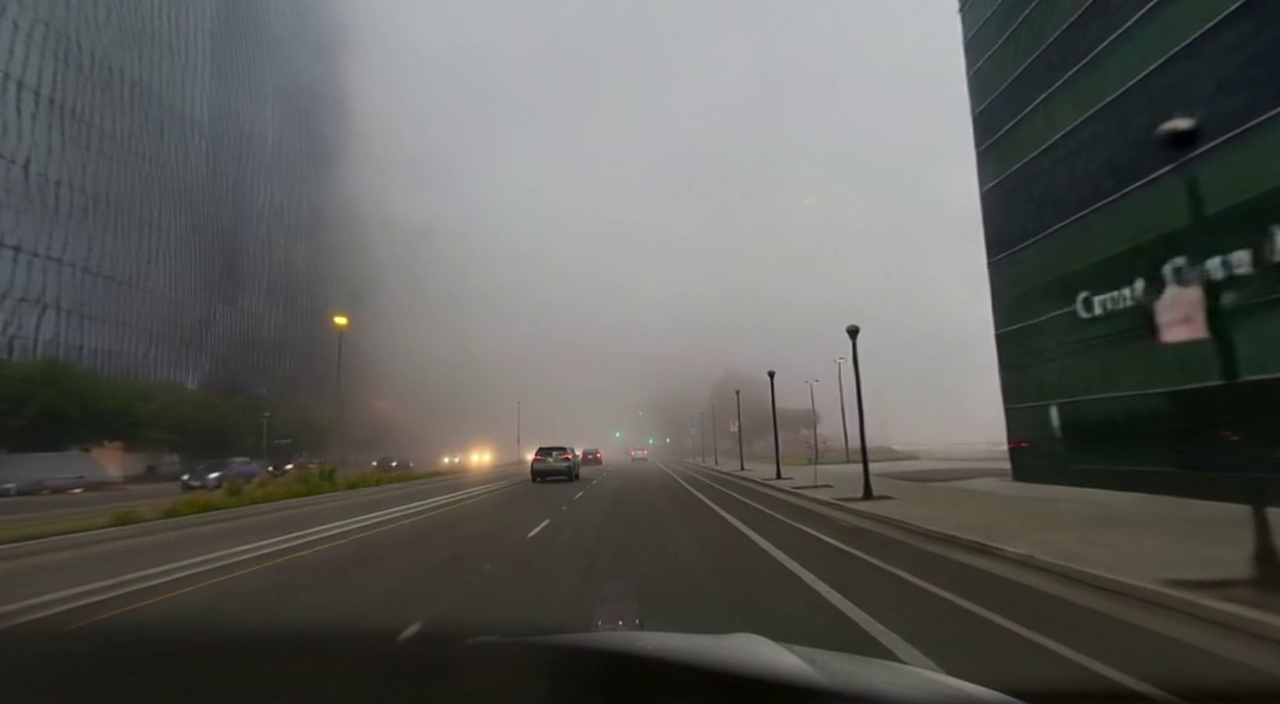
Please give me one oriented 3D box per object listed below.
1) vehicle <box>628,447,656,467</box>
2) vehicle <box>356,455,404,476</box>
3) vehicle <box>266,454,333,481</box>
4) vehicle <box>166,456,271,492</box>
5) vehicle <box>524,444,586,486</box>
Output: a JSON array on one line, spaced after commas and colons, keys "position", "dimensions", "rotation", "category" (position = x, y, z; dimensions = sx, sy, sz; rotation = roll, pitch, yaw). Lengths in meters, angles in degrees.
[{"position": [0.160, 8.095, 48.918], "dimensions": [2.102, 1.482, 4.125], "rotation": [0, -8, 0], "category": "vehicle"}, {"position": [-20.458, 8.919, 49.861], "dimensions": [1.856, 1.471, 4.445], "rotation": [0, -8, 0], "category": "vehicle"}, {"position": [-23.864, 8.078, 44.515], "dimensions": [1.978, 1.739, 4.895], "rotation": [0, -8, -1], "category": "vehicle"}, {"position": [-20.180, 5.834, 30.515], "dimensions": [1.959, 1.536, 4.455], "rotation": [0, -8, 0], "category": "vehicle"}, {"position": [-3.364, 4.534, 25.706], "dimensions": [1.983, 1.545, 3.773], "rotation": [0, -8, 0], "category": "vehicle"}]
